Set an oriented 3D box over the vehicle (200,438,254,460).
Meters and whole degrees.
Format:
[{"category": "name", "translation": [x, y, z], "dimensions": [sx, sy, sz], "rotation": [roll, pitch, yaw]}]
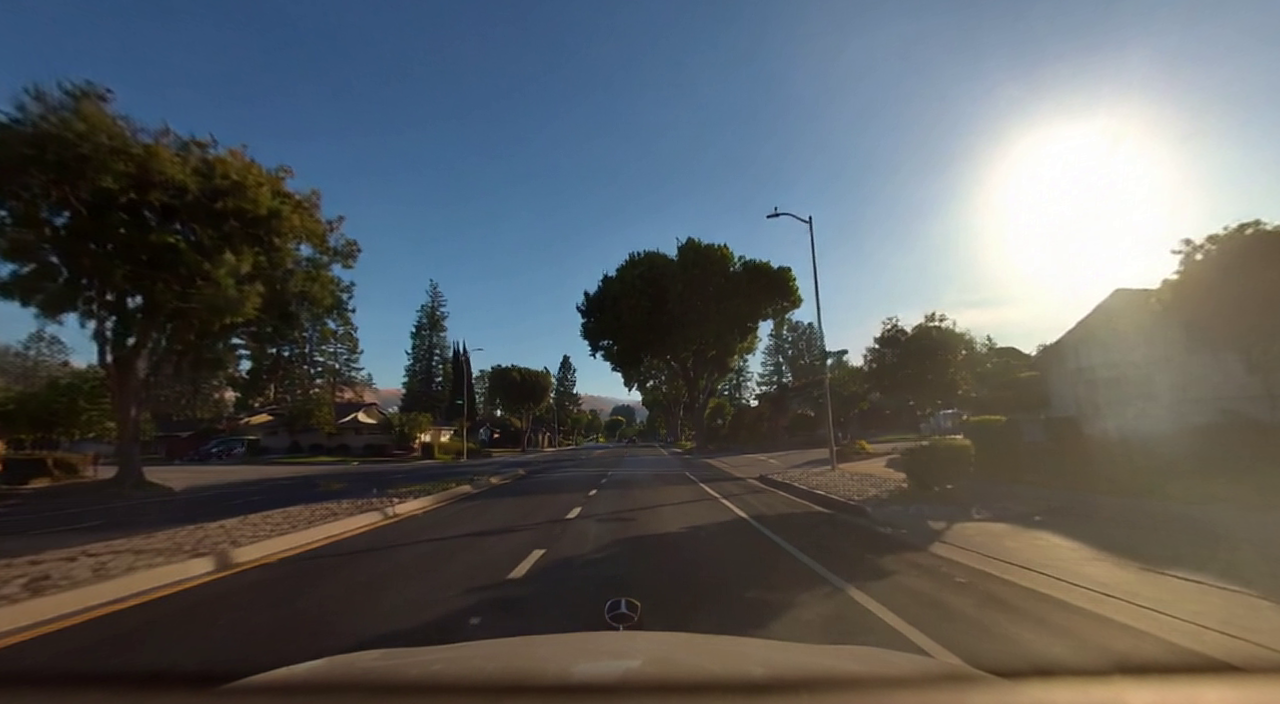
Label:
[{"category": "vehicle", "translation": [-29.837, 7.013, 45.748], "dimensions": [1.991, 1.435, 4.421], "rotation": [2, -9, -16]}]
